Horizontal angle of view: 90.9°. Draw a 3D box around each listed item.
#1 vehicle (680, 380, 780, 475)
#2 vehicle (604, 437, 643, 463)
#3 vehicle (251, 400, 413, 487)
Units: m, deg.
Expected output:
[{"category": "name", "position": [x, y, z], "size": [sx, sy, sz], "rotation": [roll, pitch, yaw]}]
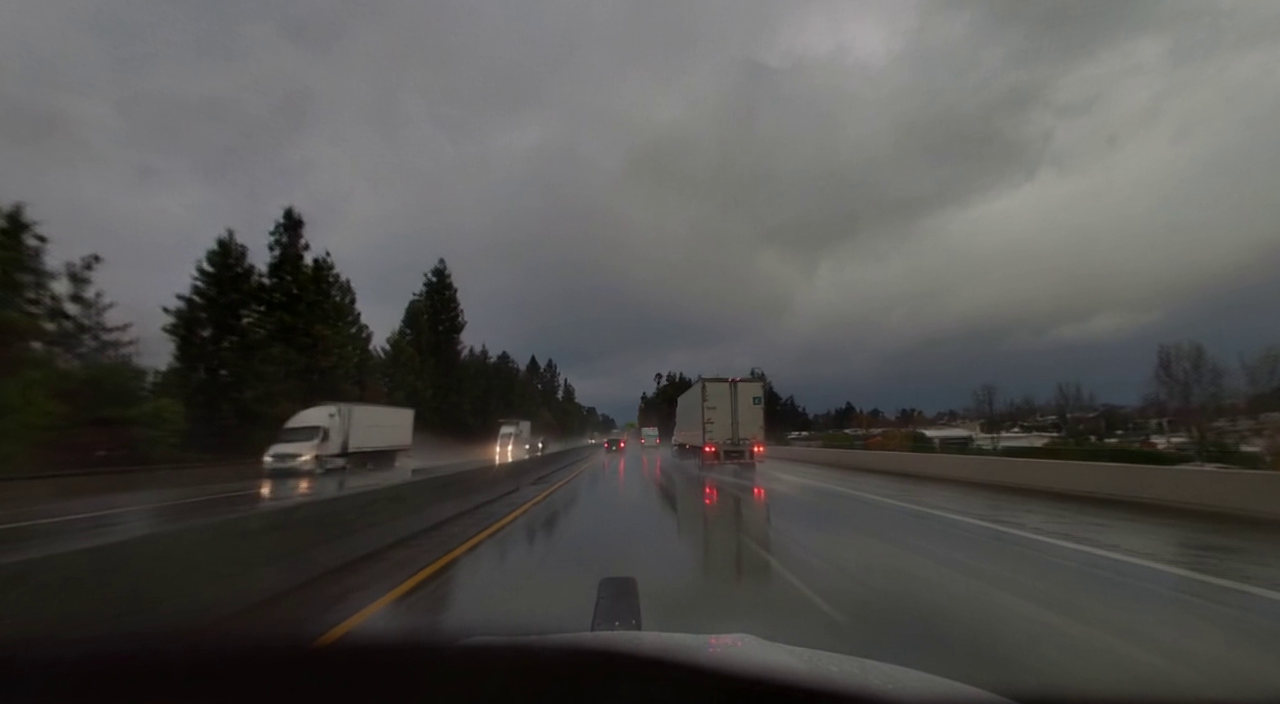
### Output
[{"category": "vehicle", "position": [3.577, 3.328, 27.505], "size": [2.921, 3.526, 8.207], "rotation": [0, -8, -2]}, {"category": "vehicle", "position": [-0.962, 5.883, 38.234], "size": [2.259, 1.466, 3.693], "rotation": [0, -8, -1]}, {"category": "vehicle", "position": [-14.105, 4.294, 30.148], "size": [2.961, 3.458, 9.579], "rotation": [0, -8, -1]}]
